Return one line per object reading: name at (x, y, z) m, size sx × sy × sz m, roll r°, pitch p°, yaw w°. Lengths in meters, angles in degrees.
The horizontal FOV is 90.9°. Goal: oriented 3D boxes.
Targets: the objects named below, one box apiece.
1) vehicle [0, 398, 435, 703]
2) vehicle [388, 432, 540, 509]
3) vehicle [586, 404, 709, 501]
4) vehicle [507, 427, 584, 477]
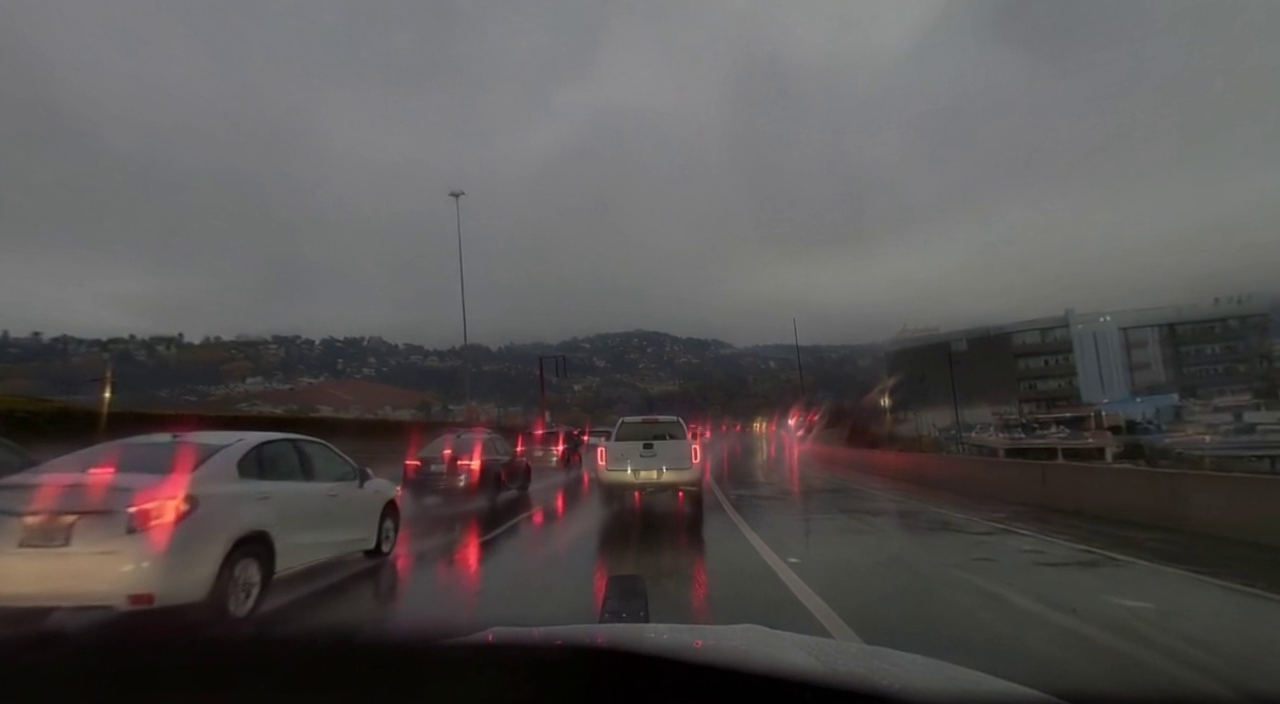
vehicle at (-3.645, 1.330, 5.309) m, size 1.998 × 1.494 × 5.020 m, roll 0°, pitch -9°, yaw 2°
vehicle at (-3.793, 2.643, 14.526) m, size 2.087 × 1.481 × 4.225 m, roll 0°, pitch -9°, yaw 3°
vehicle at (0.254, 2.583, 16.455) m, size 2.616 × 2.063 × 5.933 m, roll 0°, pitch -9°, yaw 2°
vehicle at (-3.479, 3.820, 24.150) m, size 1.953 × 1.729 × 4.377 m, roll 0°, pitch -9°, yaw 4°
